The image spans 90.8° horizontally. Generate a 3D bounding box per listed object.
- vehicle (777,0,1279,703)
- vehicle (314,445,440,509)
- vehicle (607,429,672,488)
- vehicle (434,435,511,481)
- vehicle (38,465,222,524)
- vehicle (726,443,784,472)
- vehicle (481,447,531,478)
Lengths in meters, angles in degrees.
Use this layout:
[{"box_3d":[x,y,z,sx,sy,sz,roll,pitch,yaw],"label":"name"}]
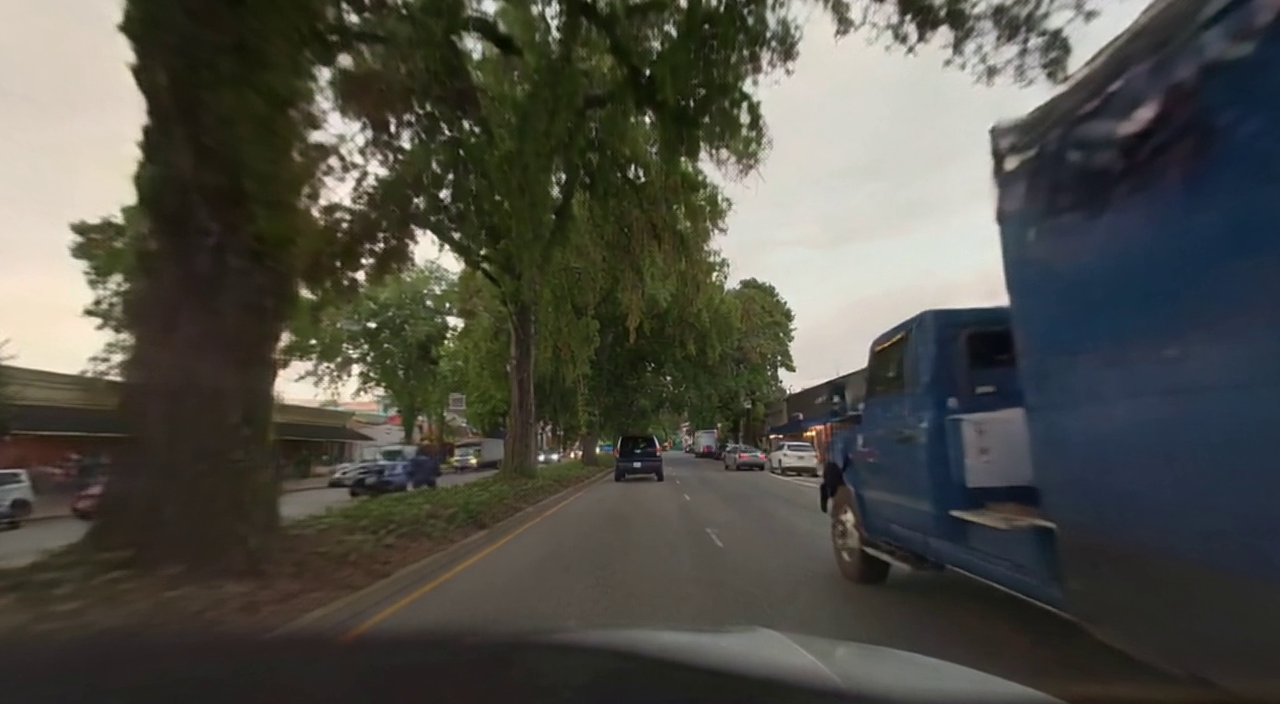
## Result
[{"box_3d":[3.745,0.017,4.154,3.007,4.206,12.913,0,-9,1],"label":"vehicle"},{"box_3d":[-7.672,3.648,18.984,1.937,1.641,4.575,0,-9,-2],"label":"vehicle"},{"box_3d":[0.055,4.096,24.645,2.293,2.036,4.853,-1,-9,2],"label":"vehicle"},{"box_3d":[-11.343,7.273,43.798,2.894,2.789,8.218,-1,-9,1],"label":"vehicle"},{"box_3d":[-16.015,4.456,20.289,1.874,1.506,4.781,-1,-9,1],"label":"vehicle"},{"box_3d":[7.204,6.671,40.099,2.114,1.697,4.739,1,-9,-9],"label":"vehicle"},{"box_3d":[-7.936,6.581,37.910,1.977,1.669,4.387,0,-9,1],"label":"vehicle"}]
